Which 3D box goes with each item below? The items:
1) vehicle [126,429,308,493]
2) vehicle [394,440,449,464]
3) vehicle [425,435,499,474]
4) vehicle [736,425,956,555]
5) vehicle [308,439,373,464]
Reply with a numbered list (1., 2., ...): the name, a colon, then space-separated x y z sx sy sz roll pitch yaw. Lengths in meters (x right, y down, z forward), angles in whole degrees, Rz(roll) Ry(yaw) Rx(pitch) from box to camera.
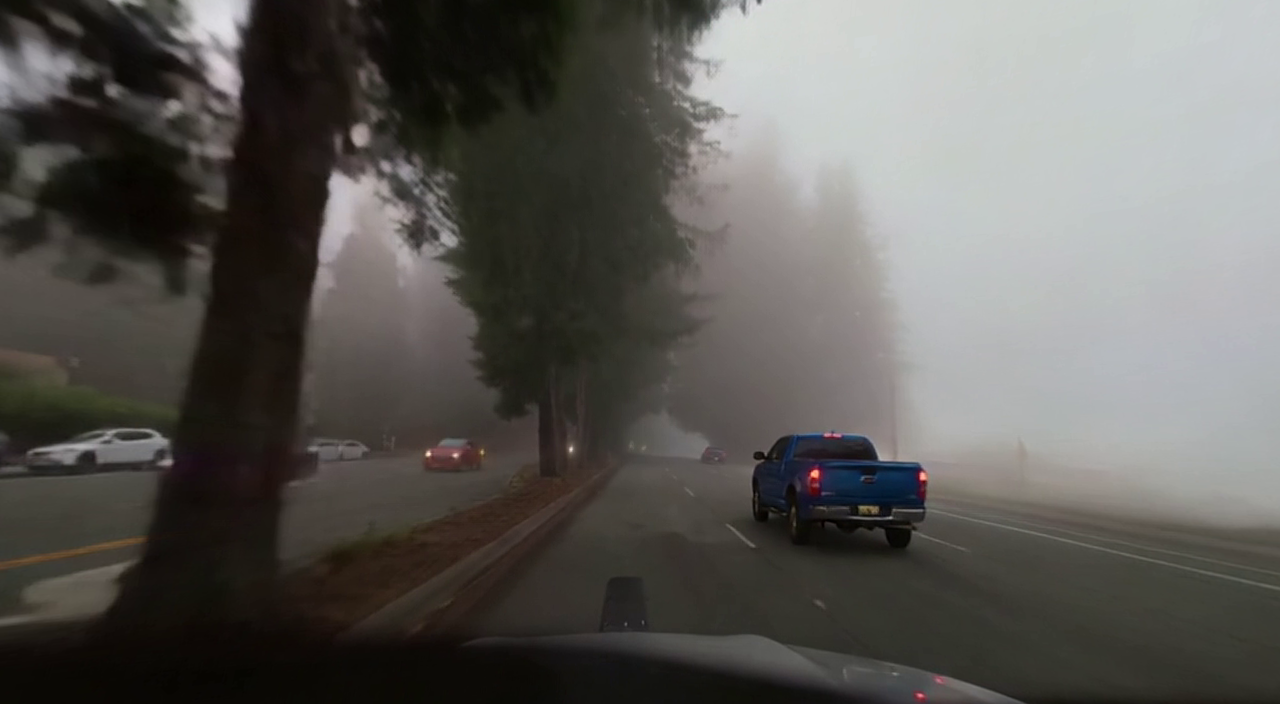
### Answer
1. vehicle: -11.285 2.935 17.280 1.999 1.519 4.249 0 -8 1
2. vehicle: -14.296 6.596 41.564 1.981 1.485 4.614 0 -8 0
3. vehicle: -8.104 4.728 29.215 2.121 1.639 4.525 0 -8 0
4. vehicle: 3.105 2.182 10.773 2.108 1.712 4.616 0 -8 -1
5. vehicle: -18.784 6.277 39.767 1.908 1.471 4.556 0 -8 -1
